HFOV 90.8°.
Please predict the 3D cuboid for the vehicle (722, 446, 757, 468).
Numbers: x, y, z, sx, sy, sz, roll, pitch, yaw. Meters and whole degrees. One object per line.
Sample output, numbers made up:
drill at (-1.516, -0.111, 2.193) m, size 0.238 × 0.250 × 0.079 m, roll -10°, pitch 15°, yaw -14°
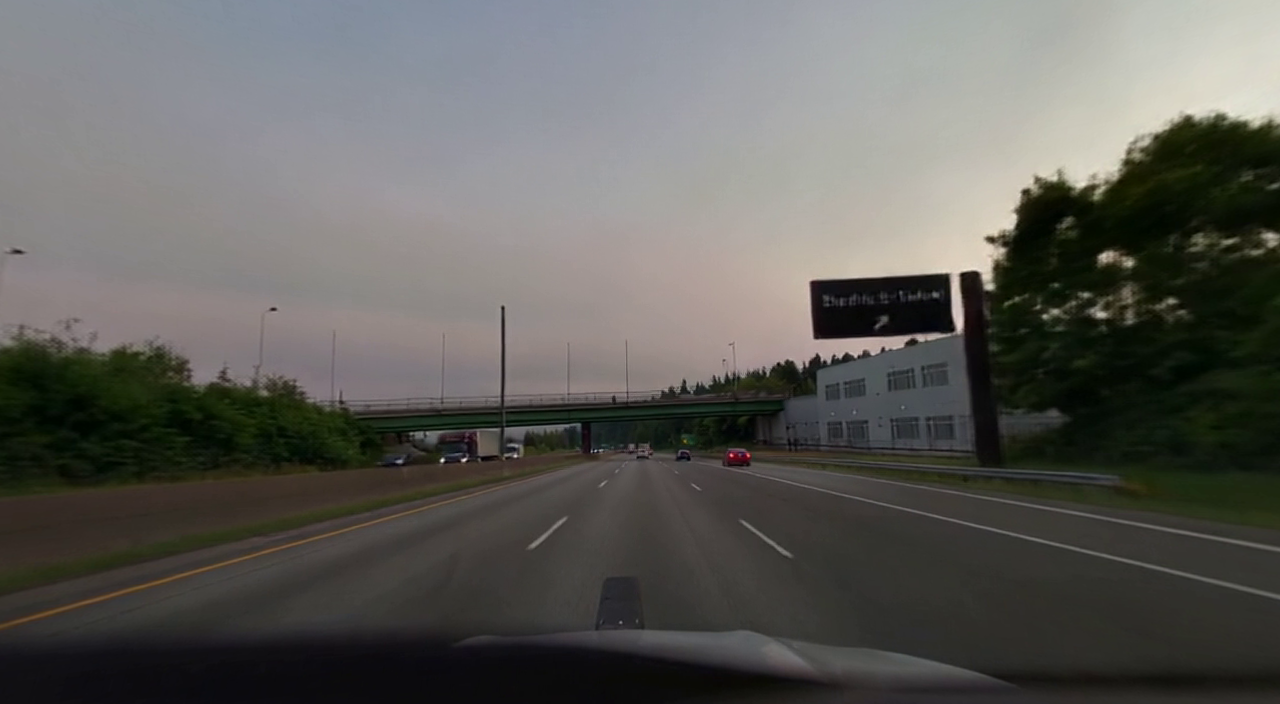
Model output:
vehicle at (7.221, 7.653, 46.236) m, size 1.923 × 1.516 × 3.815 m, roll 0°, pitch -9°, yaw 0°
